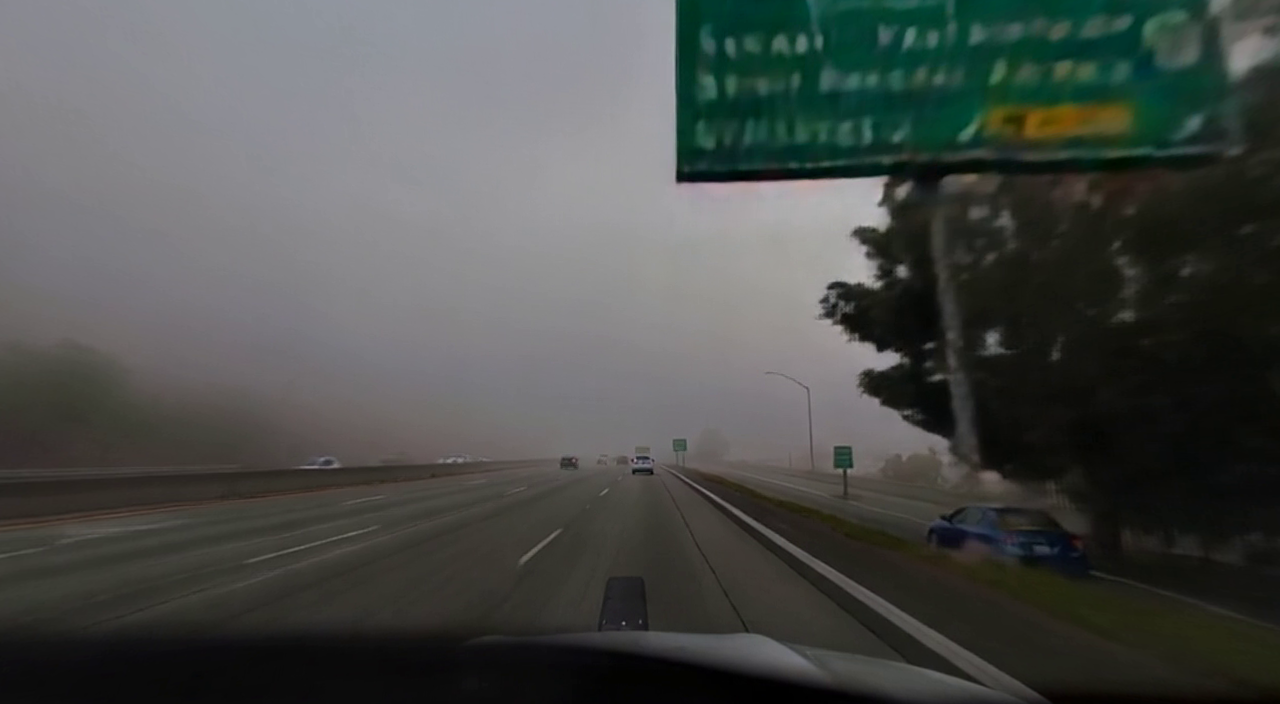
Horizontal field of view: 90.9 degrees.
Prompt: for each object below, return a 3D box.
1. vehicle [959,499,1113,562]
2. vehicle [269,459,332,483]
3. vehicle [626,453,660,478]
[{"bbox_3d":[17.249,7.762,28.004,2.599,1.962,5.759,1,-9,-7],"label":"vehicle"},{"bbox_3d":[-22.896,8.042,42.674,1.810,1.450,4.356,0,-9,0],"label":"vehicle"},{"bbox_3d":[0.204,7.157,39.957,2.051,1.443,3.770,0,-9,1],"label":"vehicle"}]
